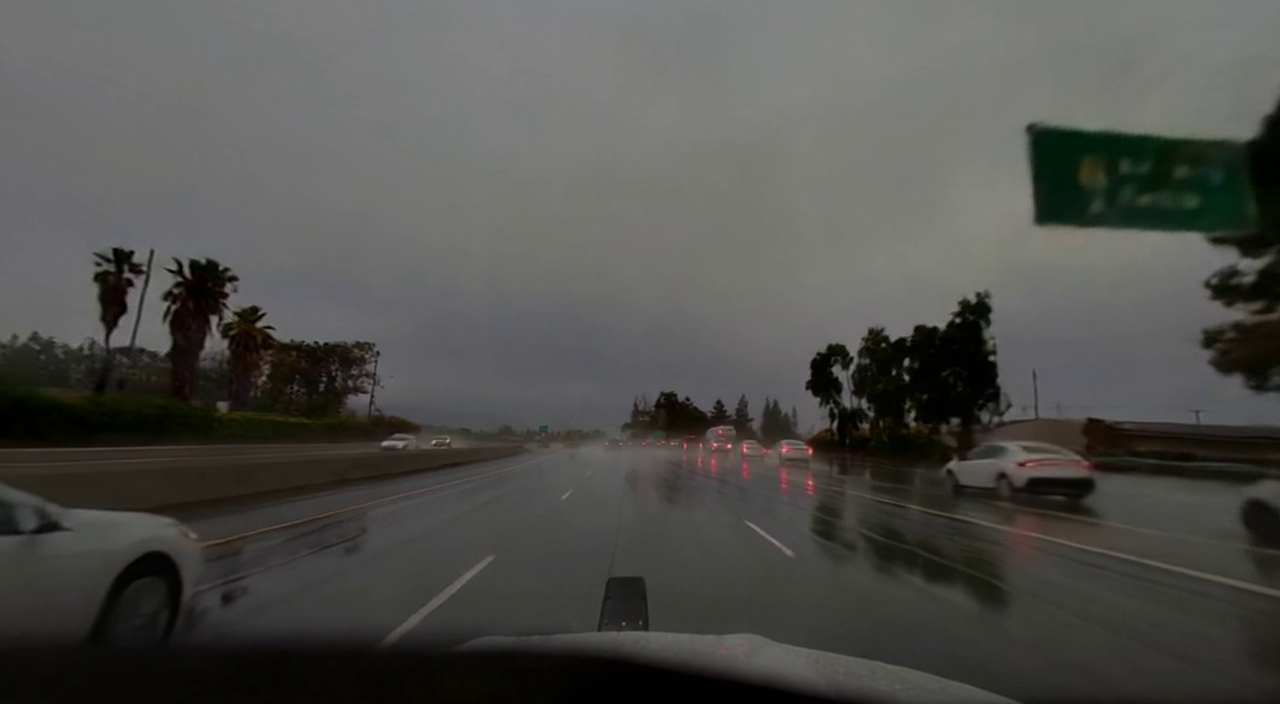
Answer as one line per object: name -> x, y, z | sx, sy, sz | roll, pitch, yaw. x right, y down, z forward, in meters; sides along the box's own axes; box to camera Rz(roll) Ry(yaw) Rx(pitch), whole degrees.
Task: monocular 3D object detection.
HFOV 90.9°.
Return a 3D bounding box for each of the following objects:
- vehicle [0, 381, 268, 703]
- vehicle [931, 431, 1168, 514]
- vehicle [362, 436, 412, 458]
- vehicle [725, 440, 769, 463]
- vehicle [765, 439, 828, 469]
vehicle -> -3.722, 0.857, 2.322 | 2.109, 1.536, 4.174 | 0, -8, 1
vehicle -> 8.467, 2.515, 13.727 | 1.947, 1.452, 4.696 | 0, -8, -1
vehicle -> -19.253, 7.243, 48.164 | 1.991, 1.614, 4.729 | 0, -8, -2
vehicle -> 7.192, 6.738, 42.892 | 1.984, 1.477, 4.385 | 0, -8, -4
vehicle -> 8.102, 5.308, 33.098 | 1.922, 1.456, 4.626 | 0, -8, -3
